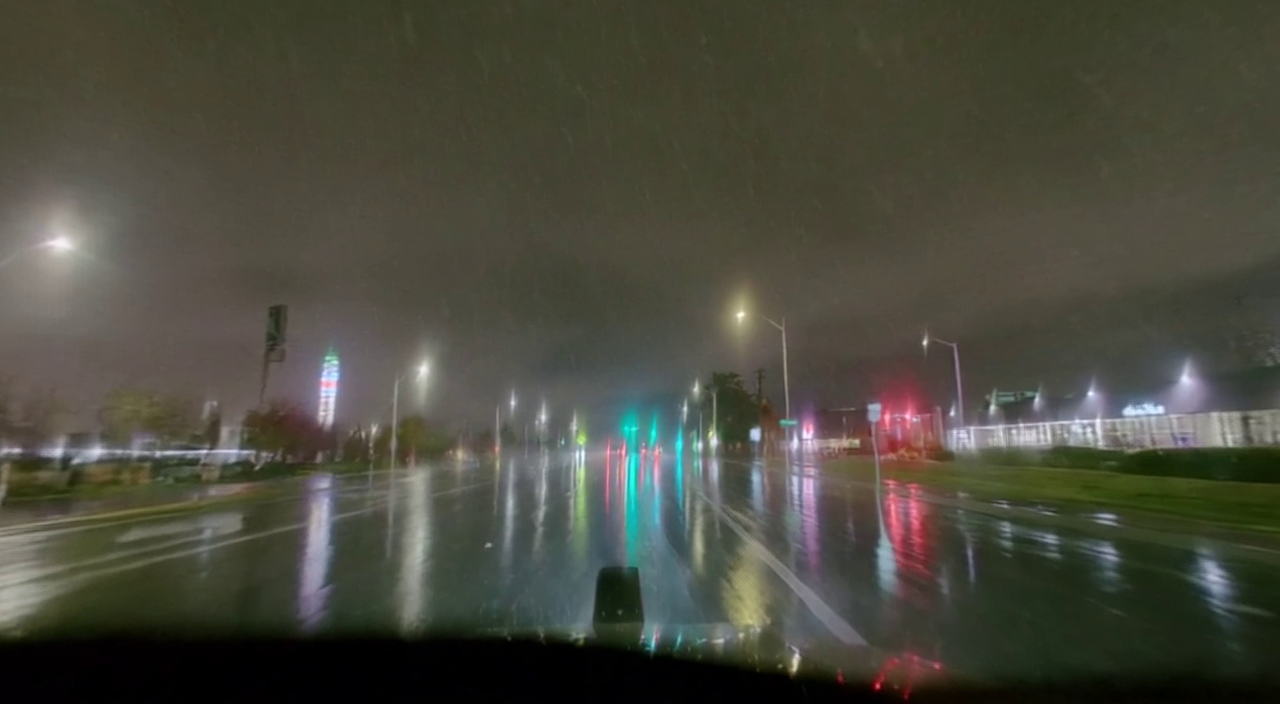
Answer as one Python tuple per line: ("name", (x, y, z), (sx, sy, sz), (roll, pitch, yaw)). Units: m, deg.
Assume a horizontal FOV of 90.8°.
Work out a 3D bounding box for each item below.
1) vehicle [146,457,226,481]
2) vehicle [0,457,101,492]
("vehicle", (-28.863, 7.433, 40.366), (1.882, 1.401, 4.476), (1, -9, -2))
("vehicle", (-29.388, 5.862, 30.643), (1.960, 1.478, 4.949), (0, -9, 3))
